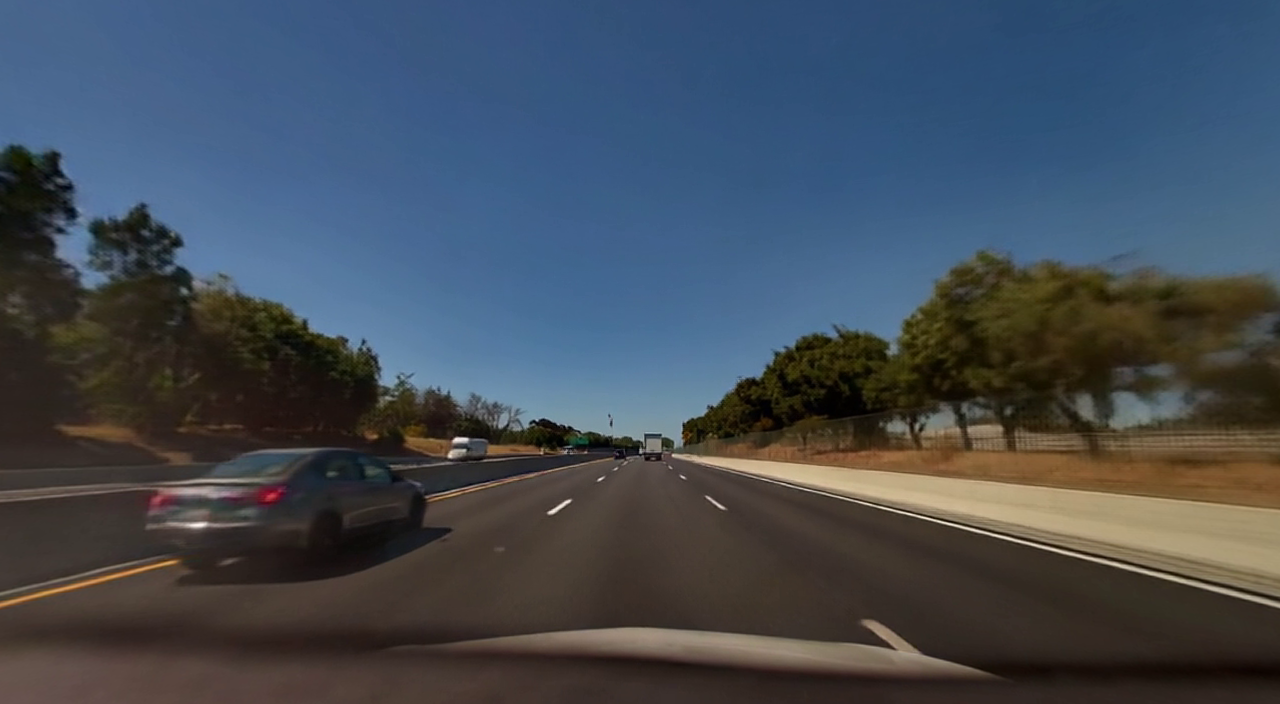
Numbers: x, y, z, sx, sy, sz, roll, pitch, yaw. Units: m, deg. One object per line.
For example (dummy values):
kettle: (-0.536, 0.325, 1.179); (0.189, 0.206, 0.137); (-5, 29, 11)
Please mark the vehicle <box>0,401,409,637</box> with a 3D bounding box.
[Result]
vehicle: (-4.135, 1.445, 6.400); (2.035, 1.595, 4.022); (0, -9, 0)
